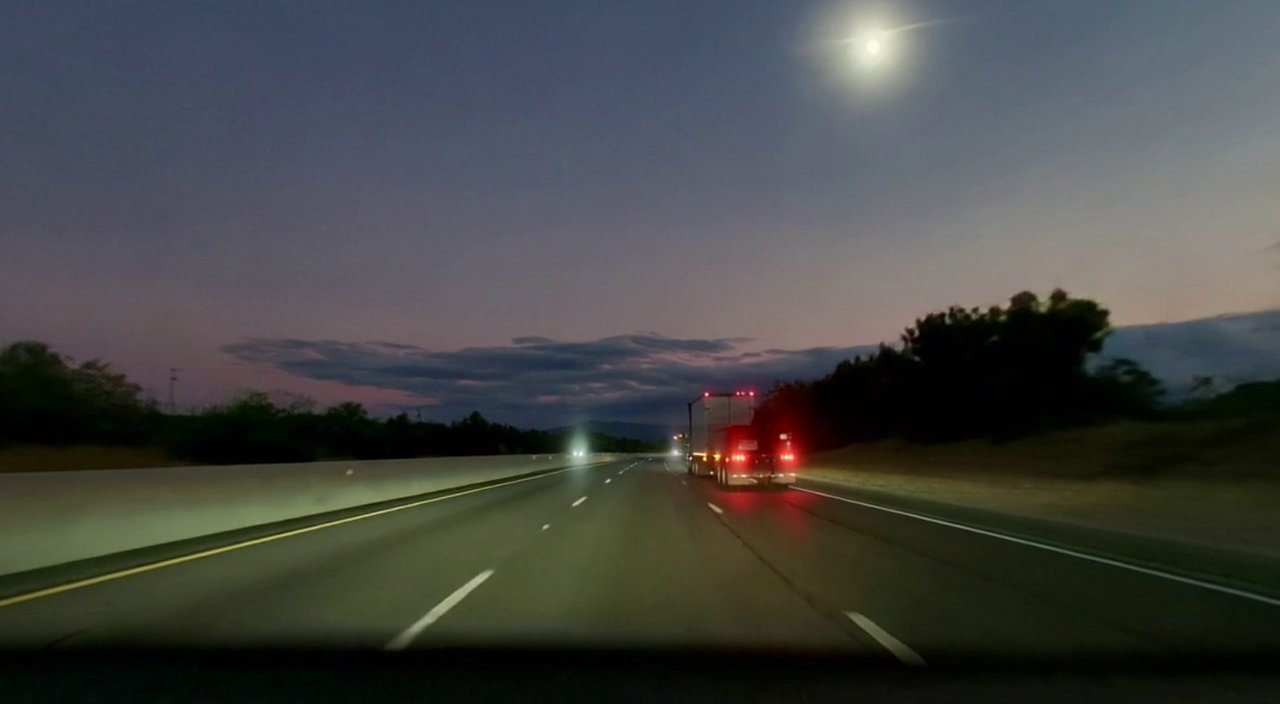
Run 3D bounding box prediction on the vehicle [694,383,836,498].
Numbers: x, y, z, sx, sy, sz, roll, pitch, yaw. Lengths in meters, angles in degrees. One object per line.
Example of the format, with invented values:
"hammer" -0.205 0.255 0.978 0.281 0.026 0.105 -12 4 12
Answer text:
"vehicle" 4.340 3.744 25.953 2.868 3.427 14.032 0 -9 -1
